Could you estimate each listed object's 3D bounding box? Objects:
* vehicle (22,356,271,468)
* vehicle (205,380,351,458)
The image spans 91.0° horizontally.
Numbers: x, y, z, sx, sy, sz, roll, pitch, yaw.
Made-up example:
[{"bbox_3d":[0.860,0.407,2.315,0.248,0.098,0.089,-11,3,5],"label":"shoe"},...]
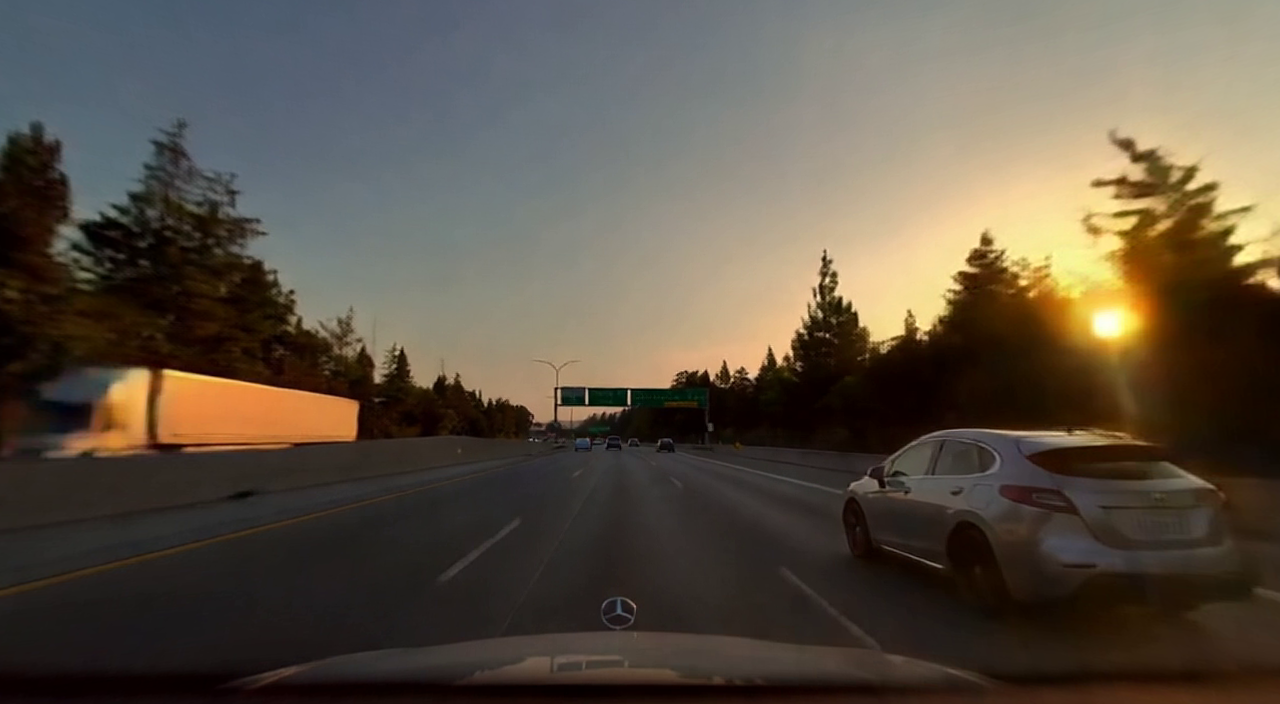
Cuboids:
[{"bbox_3d":[-20.561,2.843,27.522,2.914,3.993,9.893,0,-8,-1],"label":"vehicle"},{"bbox_3d":[-20.801,4.140,37.193,2.966,3.974,9.687,0,-8,-1],"label":"vehicle"}]
